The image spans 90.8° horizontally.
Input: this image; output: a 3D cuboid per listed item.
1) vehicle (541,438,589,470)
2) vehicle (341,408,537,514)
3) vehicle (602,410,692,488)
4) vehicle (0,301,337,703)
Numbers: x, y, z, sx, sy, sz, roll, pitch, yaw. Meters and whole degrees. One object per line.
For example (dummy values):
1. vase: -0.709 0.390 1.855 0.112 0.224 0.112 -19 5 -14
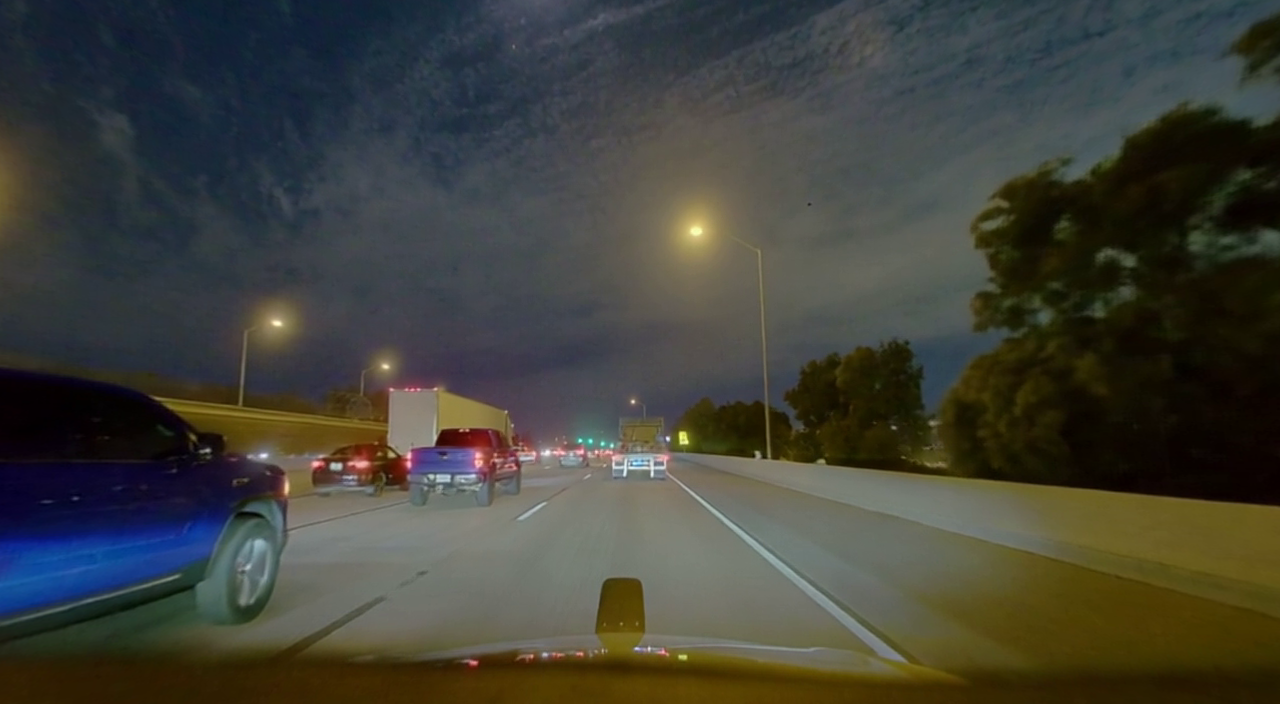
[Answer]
1. vehicle: -4.612 6.378 39.525 2.329 1.859 4.823 0 -9 1
2. vehicle: -4.207 2.459 14.672 2.575 1.958 5.730 0 -9 1
3. vehicle: 0.111 3.716 24.271 2.886 2.471 7.692 0 -9 -2
4. vehicle: -3.552 0.734 2.315 2.303 1.835 5.044 0 -9 1
